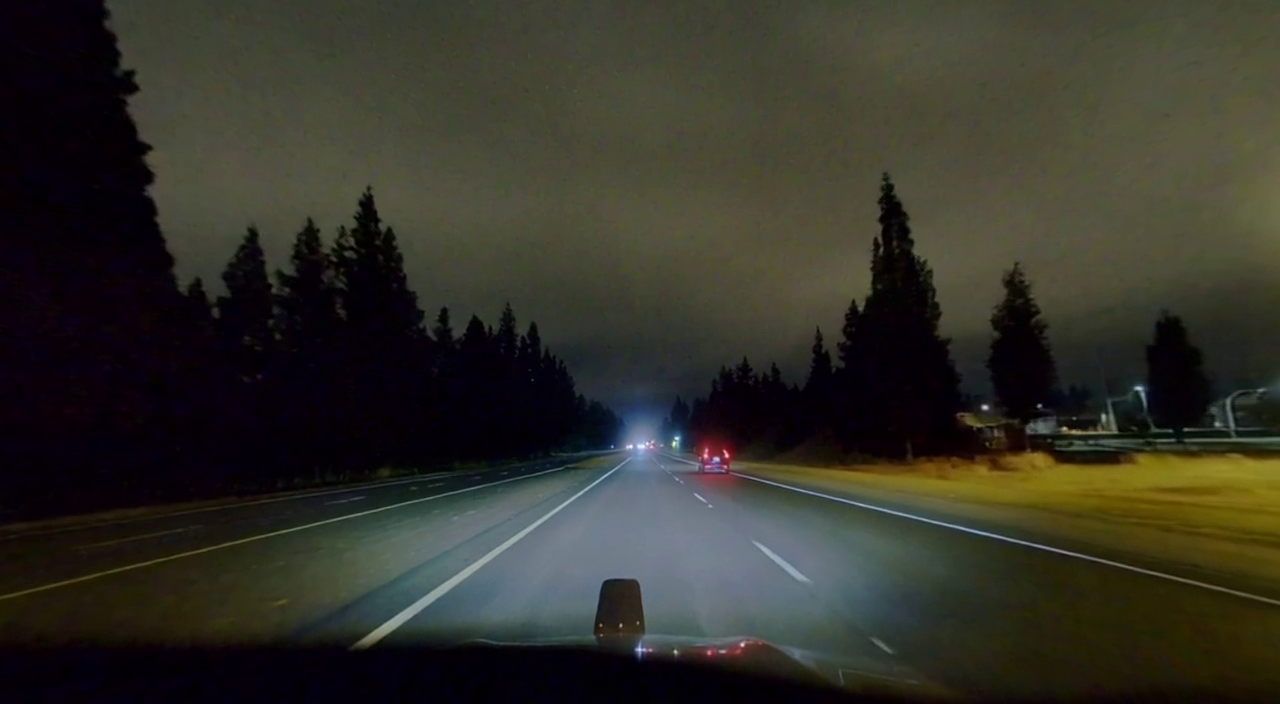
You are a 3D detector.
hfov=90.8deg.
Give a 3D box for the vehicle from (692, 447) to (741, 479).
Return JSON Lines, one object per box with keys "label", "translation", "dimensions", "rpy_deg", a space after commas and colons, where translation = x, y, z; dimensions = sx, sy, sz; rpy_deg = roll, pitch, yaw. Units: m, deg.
{"label": "vehicle", "translation": [4.028, 5.906, 33.866], "dimensions": [2.013, 1.584, 3.995], "rpy_deg": [0, -9, -1]}
